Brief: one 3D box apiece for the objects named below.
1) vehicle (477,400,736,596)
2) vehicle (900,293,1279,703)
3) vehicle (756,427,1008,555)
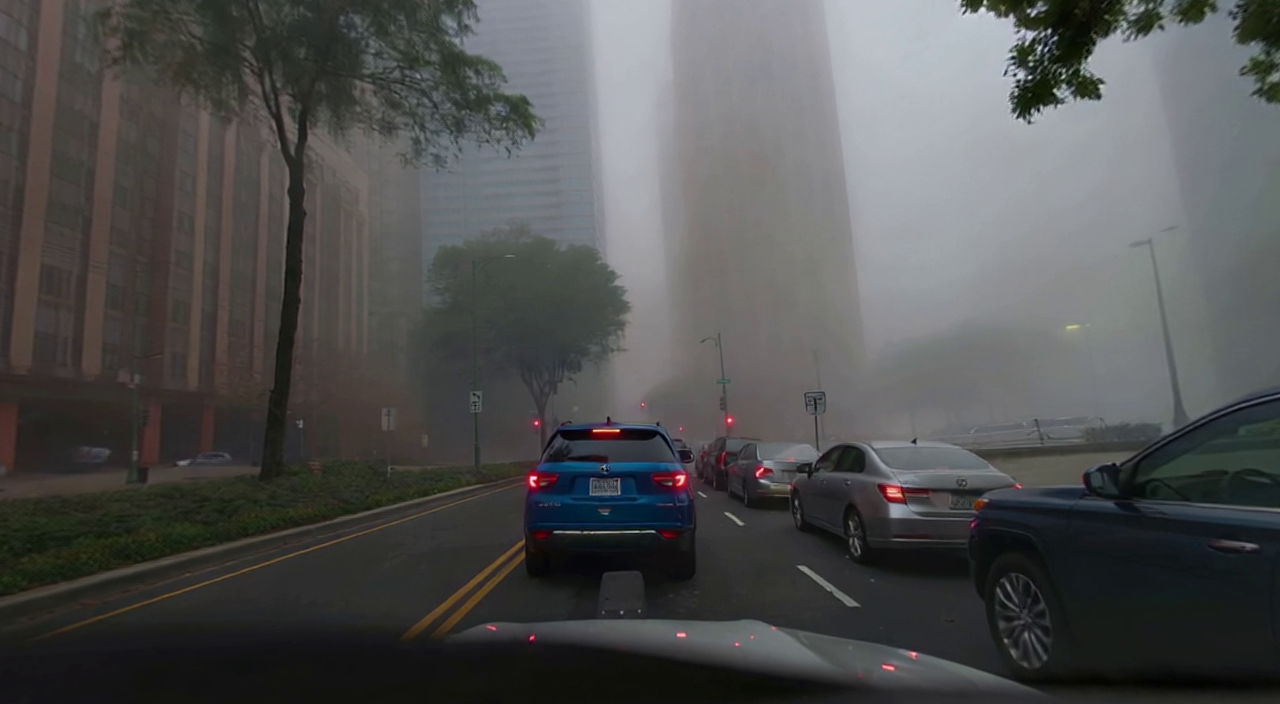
[{"bbox_3d":[-0.340,1.583,7.644,2.249,1.684,4.084,0,-9,-1],"label":"vehicle"},{"bbox_3d":[2.997,0.750,2.244,2.063,1.760,4.664,0,-9,-1],"label":"vehicle"},{"bbox_3d":[3.286,1.983,9.804,1.941,1.482,4.632,0,-9,-2],"label":"vehicle"}]
